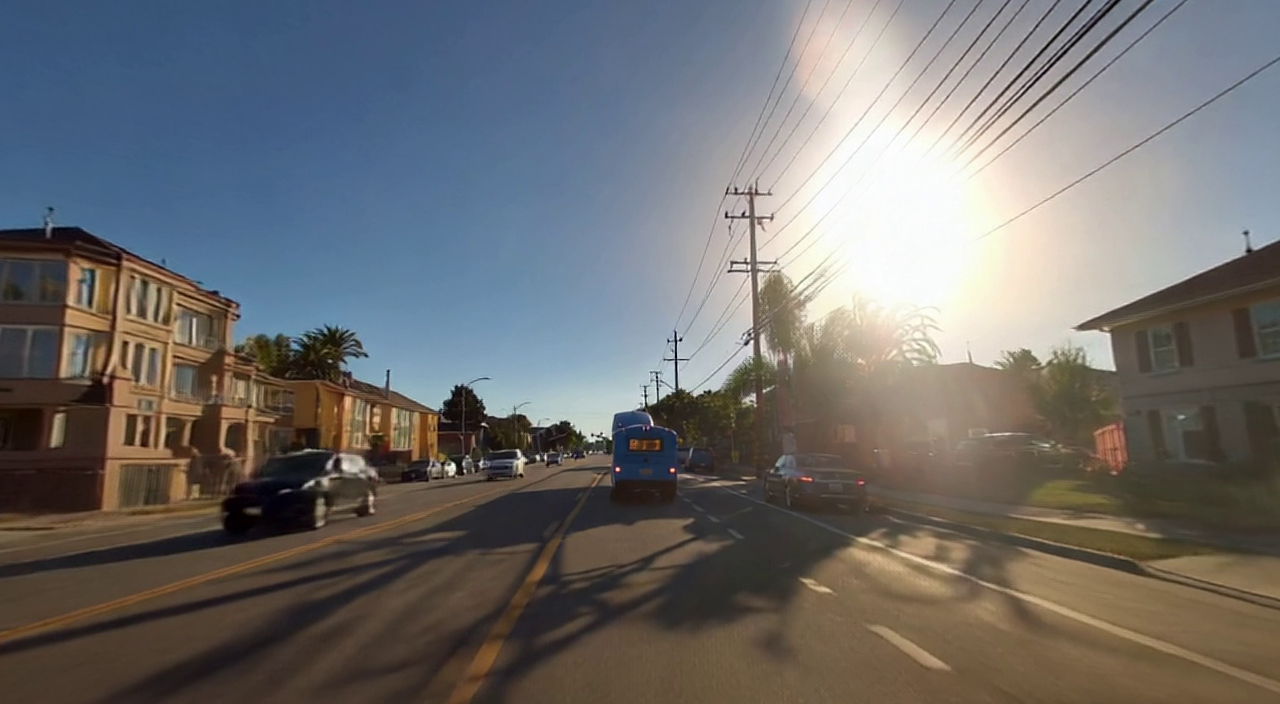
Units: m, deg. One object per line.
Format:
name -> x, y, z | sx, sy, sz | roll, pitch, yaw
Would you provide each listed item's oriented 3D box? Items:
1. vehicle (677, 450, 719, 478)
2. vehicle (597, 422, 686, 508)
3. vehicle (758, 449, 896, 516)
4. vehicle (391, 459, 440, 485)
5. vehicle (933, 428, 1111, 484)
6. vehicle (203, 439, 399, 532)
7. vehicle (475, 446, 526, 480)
vehicle -> 3.441, 6.755, 38.313 | 1.946, 1.530, 4.240 | 0, -9, -3
vehicle -> -0.102, 3.077, 17.593 | 2.168, 2.040, 4.527 | 0, -9, -3
vehicle -> 4.574, 3.225, 16.200 | 2.022, 1.456, 4.246 | 0, -9, -3
vehicle -> -13.981, 7.439, 39.384 | 1.841, 1.356, 3.938 | -3, -8, -4
vehicle -> 13.381, 3.638, 22.345 | 4.749, 1.699, 2.311 | -2, -7, -1
vehicle -> -6.967, 2.751, 13.597 | 1.965, 1.653, 4.251 | 0, -9, -3
vehicle -> -7.697, 6.152, 35.192 | 1.993, 1.737, 4.353 | 0, -9, -2
